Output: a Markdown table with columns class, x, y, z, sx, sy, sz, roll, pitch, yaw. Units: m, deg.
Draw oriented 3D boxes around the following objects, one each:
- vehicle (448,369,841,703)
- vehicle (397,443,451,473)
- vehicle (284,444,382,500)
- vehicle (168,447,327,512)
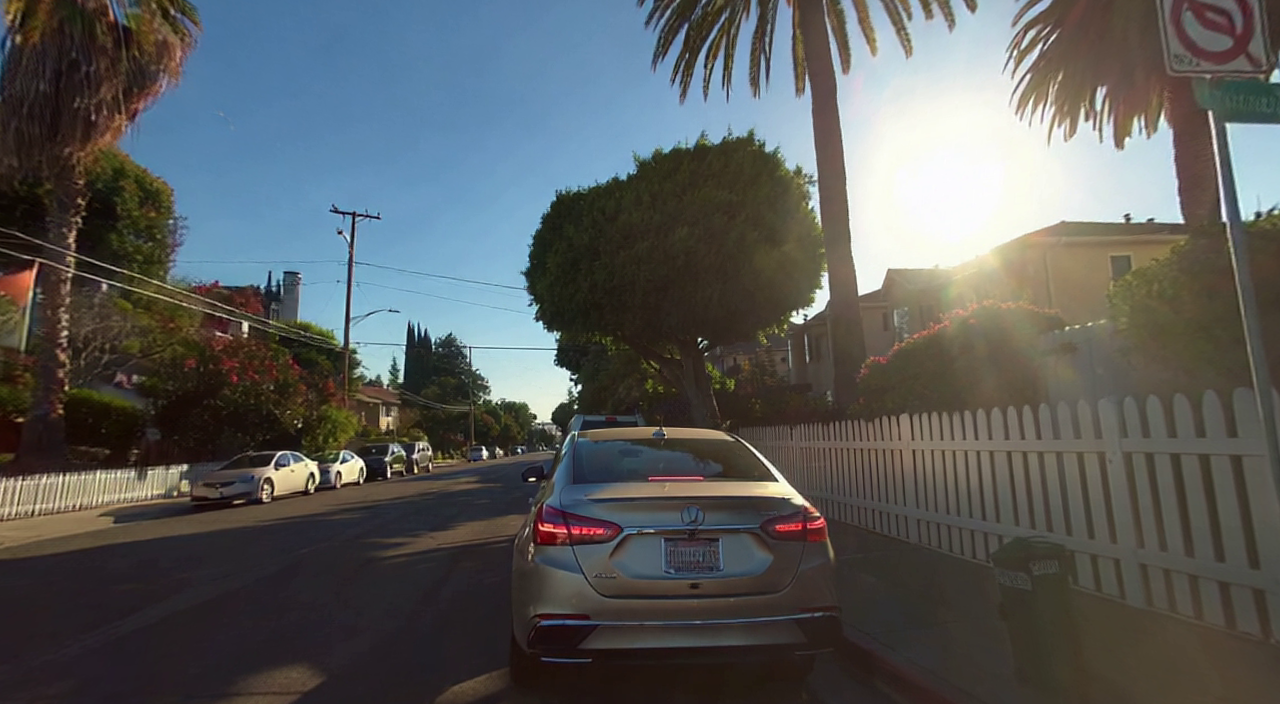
| class | x | y | z | sx | sy | sz | roll | pitch | yaw |
| --- | --- | --- | --- | --- | --- | --- | --- | --- | --- |
| vehicle | -0.135 | 1.213 | 5.001 | 1.894 | 1.695 | 3.795 | 1 | -8 | -5 |
| vehicle | -13.165 | 6.465 | 38.704 | 2.060 | 1.689 | 4.999 | 1 | -8 | -7 |
| vehicle | -12.159 | 4.713 | 25.288 | 2.048 | 1.485 | 4.757 | -4 | -4 | -7 |
| vehicle | -11.392 | 3.658 | 18.803 | 2.017 | 1.627 | 5.039 | 1 | -8 | -7 |
